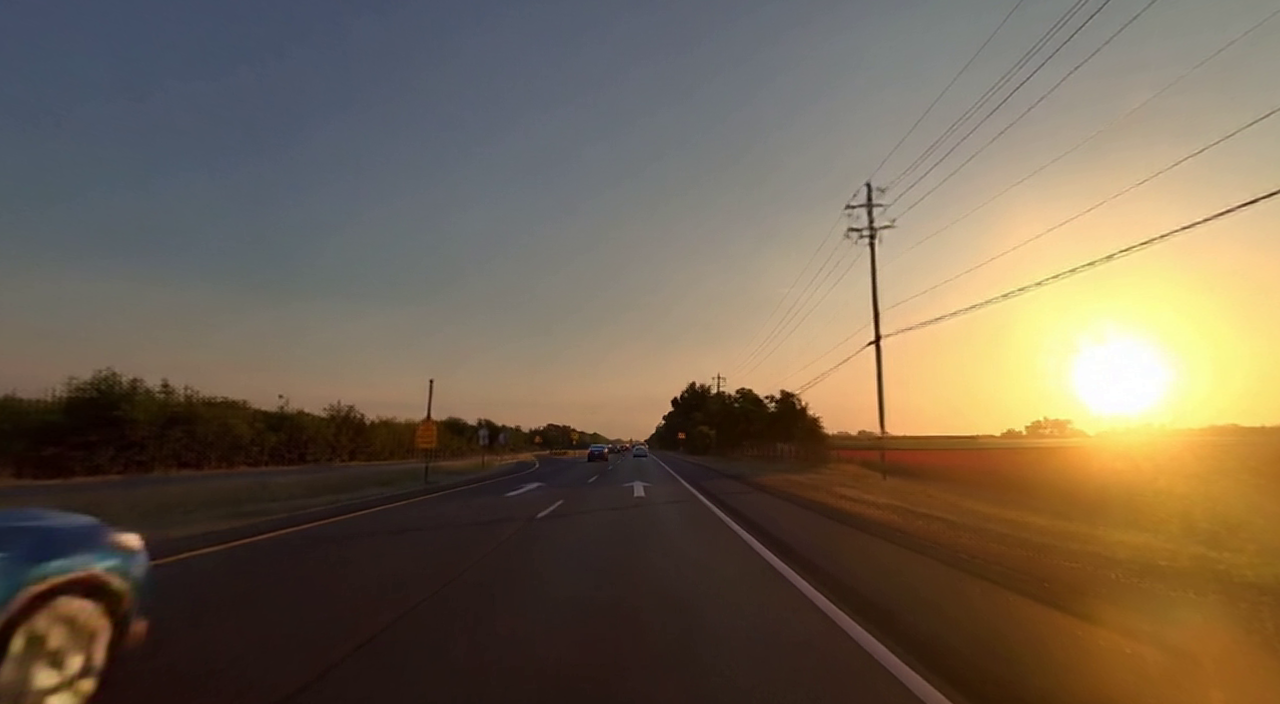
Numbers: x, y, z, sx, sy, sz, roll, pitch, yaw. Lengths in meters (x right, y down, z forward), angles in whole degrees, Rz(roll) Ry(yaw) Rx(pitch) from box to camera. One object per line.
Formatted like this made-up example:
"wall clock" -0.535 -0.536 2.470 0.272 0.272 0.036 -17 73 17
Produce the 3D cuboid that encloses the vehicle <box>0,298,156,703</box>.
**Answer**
"vehicle" -3.483 0.477 0.667 2.173 1.863 4.786 0 -9 -1
